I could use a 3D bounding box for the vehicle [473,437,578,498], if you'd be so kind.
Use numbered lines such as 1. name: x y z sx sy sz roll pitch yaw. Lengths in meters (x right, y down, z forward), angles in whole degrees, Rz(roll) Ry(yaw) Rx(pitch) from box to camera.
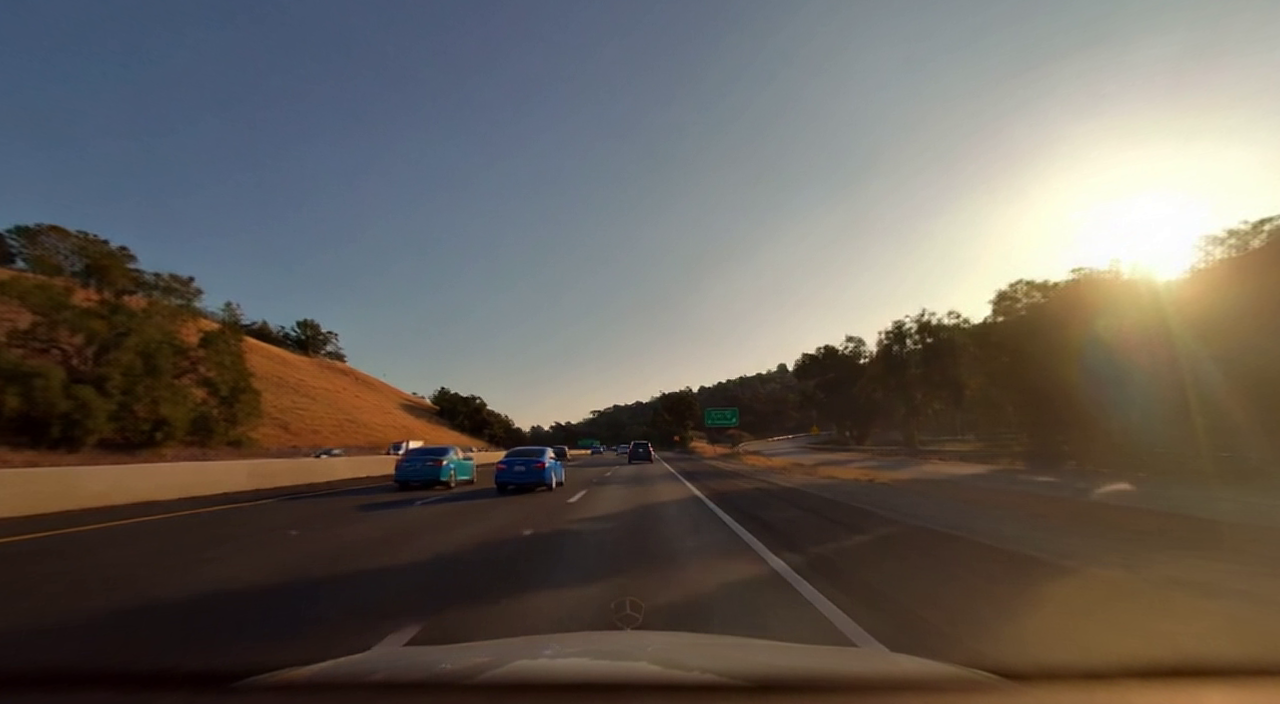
1. vehicle: -3.295 3.449 19.370 2.139 1.589 5.102 -1 -8 2

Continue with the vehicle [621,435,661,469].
1. vehicle: 0.086 6.188 39.097 2.309 1.915 5.130 0 -8 1

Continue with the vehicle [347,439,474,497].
1. vehicle: -6.728 3.438 19.161 2.009 1.519 4.697 0 -8 1
